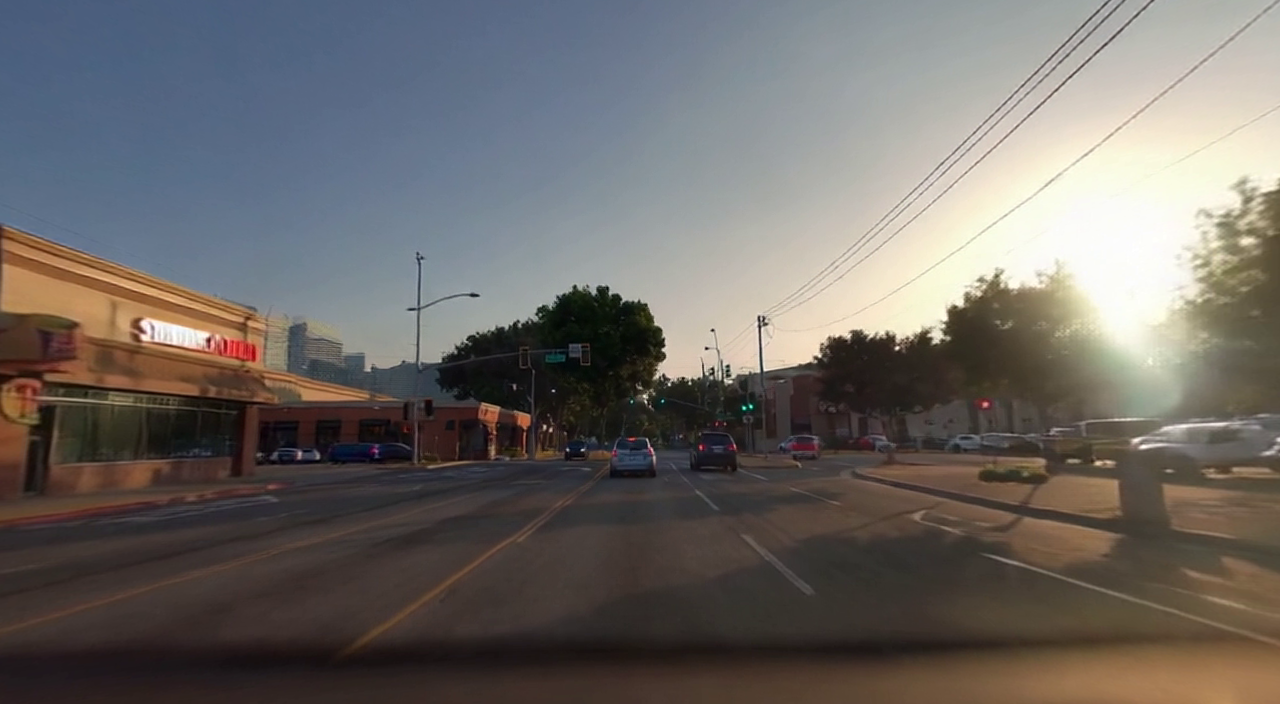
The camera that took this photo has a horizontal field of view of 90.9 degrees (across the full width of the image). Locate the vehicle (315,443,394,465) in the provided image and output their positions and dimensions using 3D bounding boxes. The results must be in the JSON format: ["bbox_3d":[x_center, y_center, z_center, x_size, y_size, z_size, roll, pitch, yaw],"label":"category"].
[{"bbox_3d":[-21.034,7.532,46.616,4.839,1.604,2.058,-1,-8,3],"label":"vehicle"}]

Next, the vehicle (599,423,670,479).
[{"bbox_3d":[-0.189,4.072,26.161,2.638,2.065,5.313,0,-8,0],"label":"vehicle"}]

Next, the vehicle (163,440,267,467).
[{"bbox_3d":[-31.484,7.539,46.822,5.964,1.893,2.363,0,-8,1],"label":"vehicle"}]

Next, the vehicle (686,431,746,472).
[{"bbox_3d":[3.553,4.785,30.476,2.276,1.787,4.630,0,-8,-1],"label":"vehicle"}]

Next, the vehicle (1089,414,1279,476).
[{"bbox_3d":[15.739,2.682,18.015,4.164,1.562,1.978,-2,-10,1],"label":"vehicle"}]

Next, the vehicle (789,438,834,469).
[{"bbox_3d":[8.823,5.129,32.133,2.002,1.427,4.436,-3,-9,17],"label":"vehicle"}]
